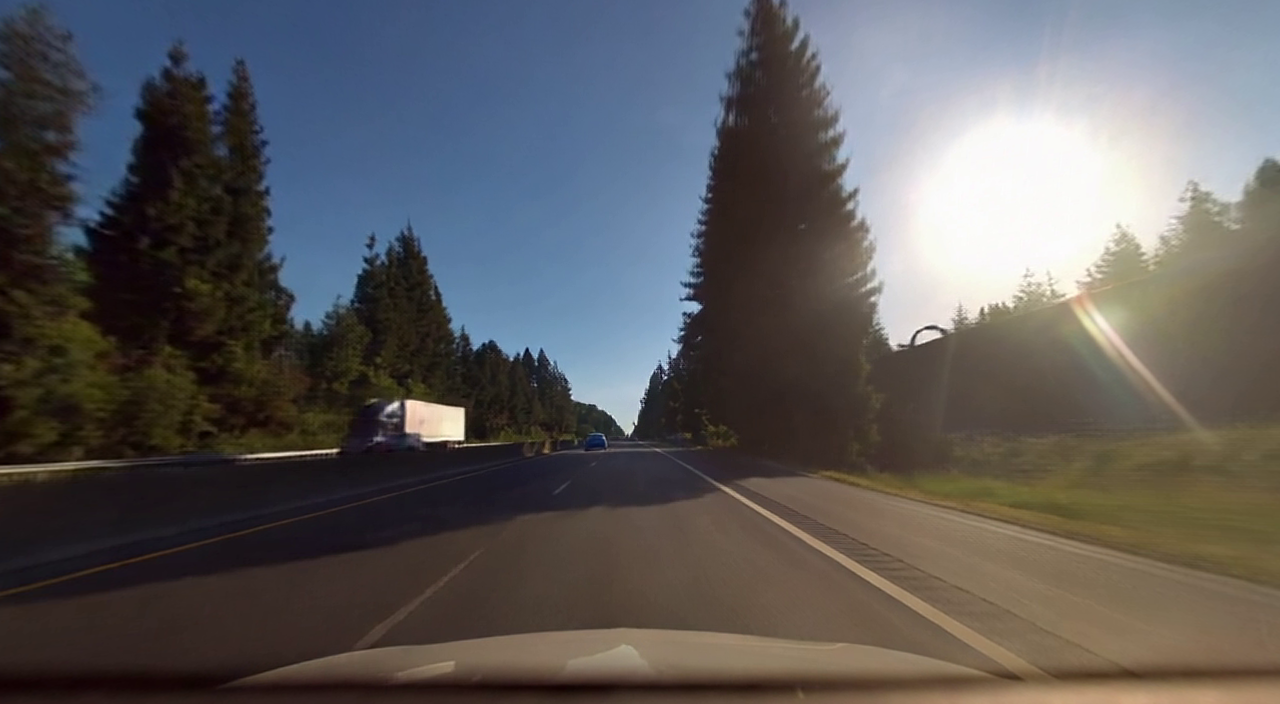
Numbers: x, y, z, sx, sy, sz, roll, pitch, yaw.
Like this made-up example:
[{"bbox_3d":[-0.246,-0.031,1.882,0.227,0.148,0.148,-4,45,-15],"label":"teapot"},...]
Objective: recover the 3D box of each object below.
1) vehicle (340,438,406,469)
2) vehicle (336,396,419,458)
[{"bbox_3d":[-12.313,4.675,29.217,1.669,1.358,3.302,0,-8,-2],"label":"vehicle"},{"bbox_3d":[-17.338,5.033,42.105,2.930,3.853,5.885,0,-8,-1],"label":"vehicle"}]
